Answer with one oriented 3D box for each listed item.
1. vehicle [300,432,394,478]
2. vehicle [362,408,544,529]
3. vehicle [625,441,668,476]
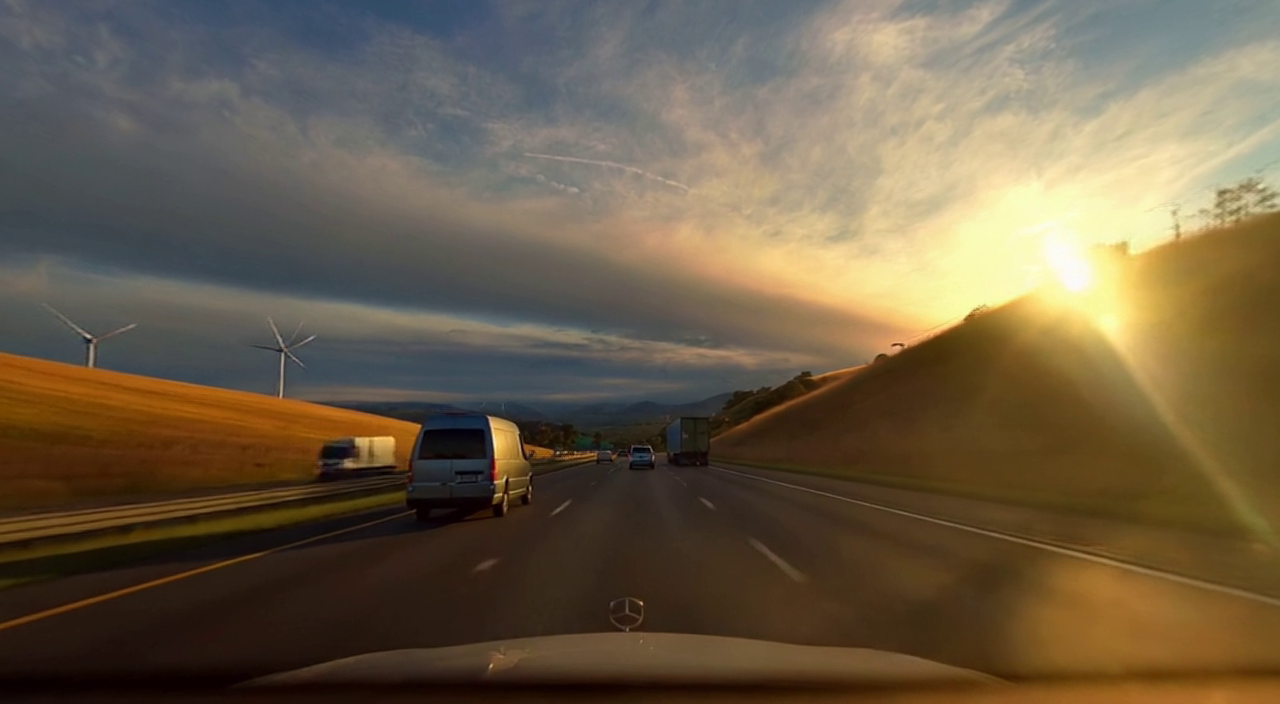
[{"bbox_3d":[-19.019,6.739,41.432,2.615,2.762,7.117,0,-9,1],"label":"vehicle"},{"bbox_3d":[-3.452,2.285,12.822,2.238,1.984,4.650,0,-9,0],"label":"vehicle"},{"bbox_3d":[0.325,5.495,32.631,2.083,1.689,4.083,0,-9,0],"label":"vehicle"}]
